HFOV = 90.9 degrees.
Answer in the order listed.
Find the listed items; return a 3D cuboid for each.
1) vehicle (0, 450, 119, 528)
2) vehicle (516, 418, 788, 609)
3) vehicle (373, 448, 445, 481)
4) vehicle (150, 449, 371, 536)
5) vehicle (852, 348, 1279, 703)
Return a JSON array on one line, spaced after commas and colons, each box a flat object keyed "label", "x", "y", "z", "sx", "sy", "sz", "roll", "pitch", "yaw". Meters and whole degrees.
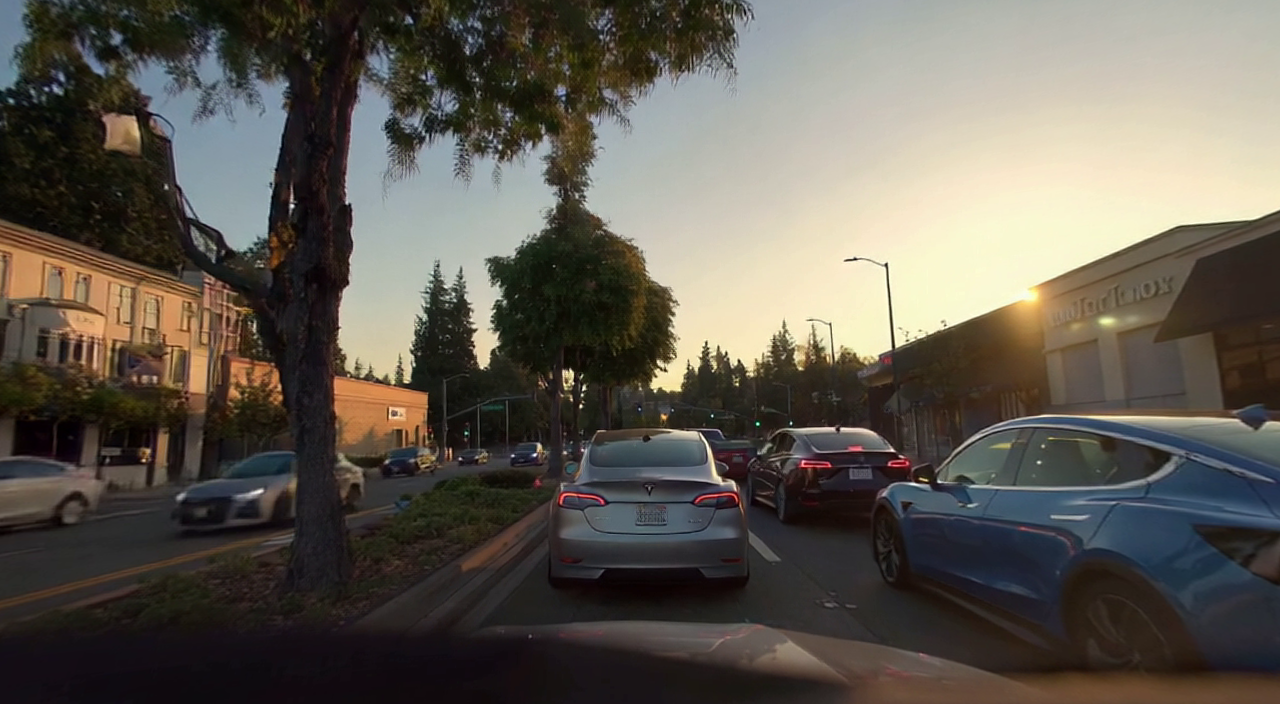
[{"label": "vehicle", "x": -14.995, "y": 3.120, "z": 14.508, "sx": 1.995, "sy": 1.652, "sz": 4.586, "roll": 0, "pitch": -8, "yaw": 1}, {"label": "vehicle", "x": 0.103, "y": 1.568, "z": 7.006, "sx": 2.137, "sy": 1.488, "sz": 3.938, "roll": 0, "pitch": -8, "yaw": 0}, {"label": "vehicle", "x": -11.411, "y": 5.543, "z": 31.429, "sx": 1.917, "sy": 1.506, "sz": 4.280, "roll": 0, "pitch": -8, "yaw": 1}, {"label": "vehicle", "x": -7.679, "y": 2.840, "z": 13.378, "sx": 1.979, "sy": 1.490, "sz": 4.225, "roll": 0, "pitch": -8, "yaw": 1}, {"label": "vehicle", "x": 3.197, "y": 1.111, "z": 4.146, "sx": 2.038, "sy": 1.651, "sz": 4.455, "roll": 0, "pitch": -8, "yaw": 0}]
